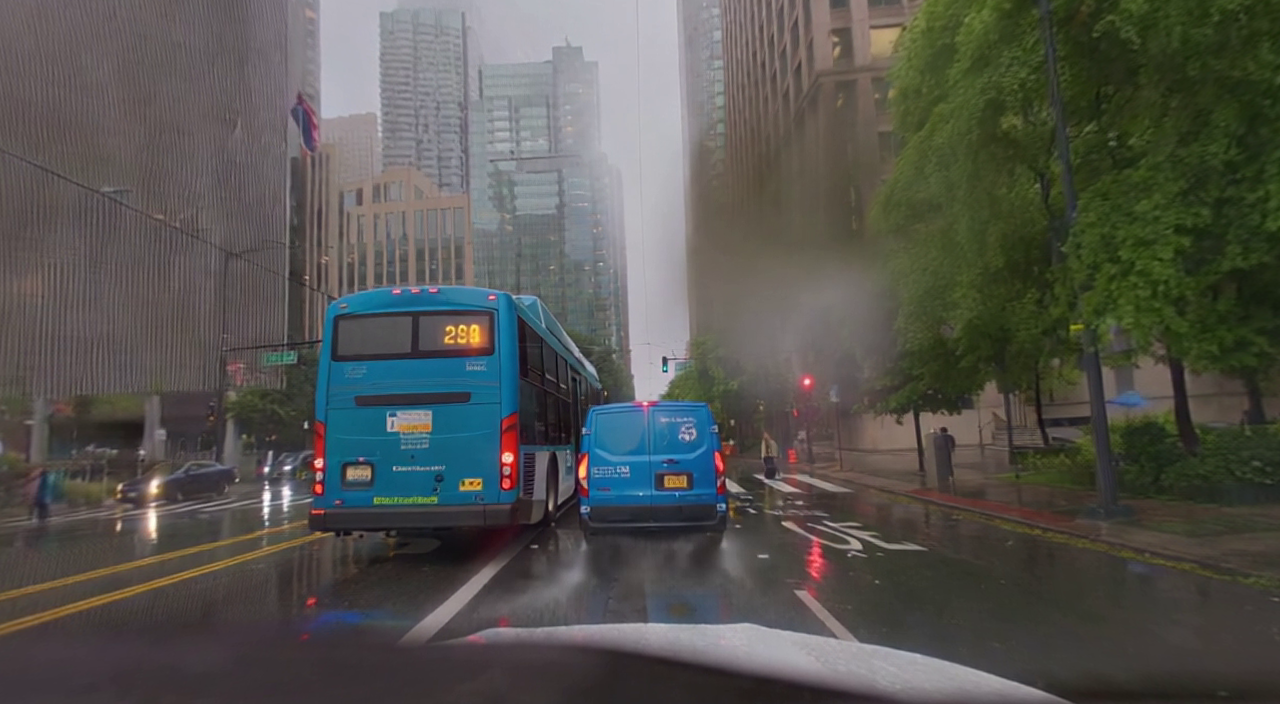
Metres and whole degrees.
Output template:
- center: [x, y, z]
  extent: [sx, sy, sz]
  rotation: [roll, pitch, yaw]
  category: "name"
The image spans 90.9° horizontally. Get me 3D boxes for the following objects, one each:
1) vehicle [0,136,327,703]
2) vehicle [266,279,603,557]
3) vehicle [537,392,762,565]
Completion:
- center: [-2.749, 0.326, 0.227]
  extent: [2.329, 2.089, 5.659]
  rotation: [0, -9, 0]
  category: "vehicle"
- center: [-2.906, 1.792, 14.604]
  extent: [3.042, 3.445, 13.615]
  rotation: [0, -9, 1]
  category: "vehicle"
- center: [0.133, 1.740, 9.274]
  extent: [2.500, 1.912, 4.270]
  rotation: [0, -9, 1]
  category: "vehicle"
